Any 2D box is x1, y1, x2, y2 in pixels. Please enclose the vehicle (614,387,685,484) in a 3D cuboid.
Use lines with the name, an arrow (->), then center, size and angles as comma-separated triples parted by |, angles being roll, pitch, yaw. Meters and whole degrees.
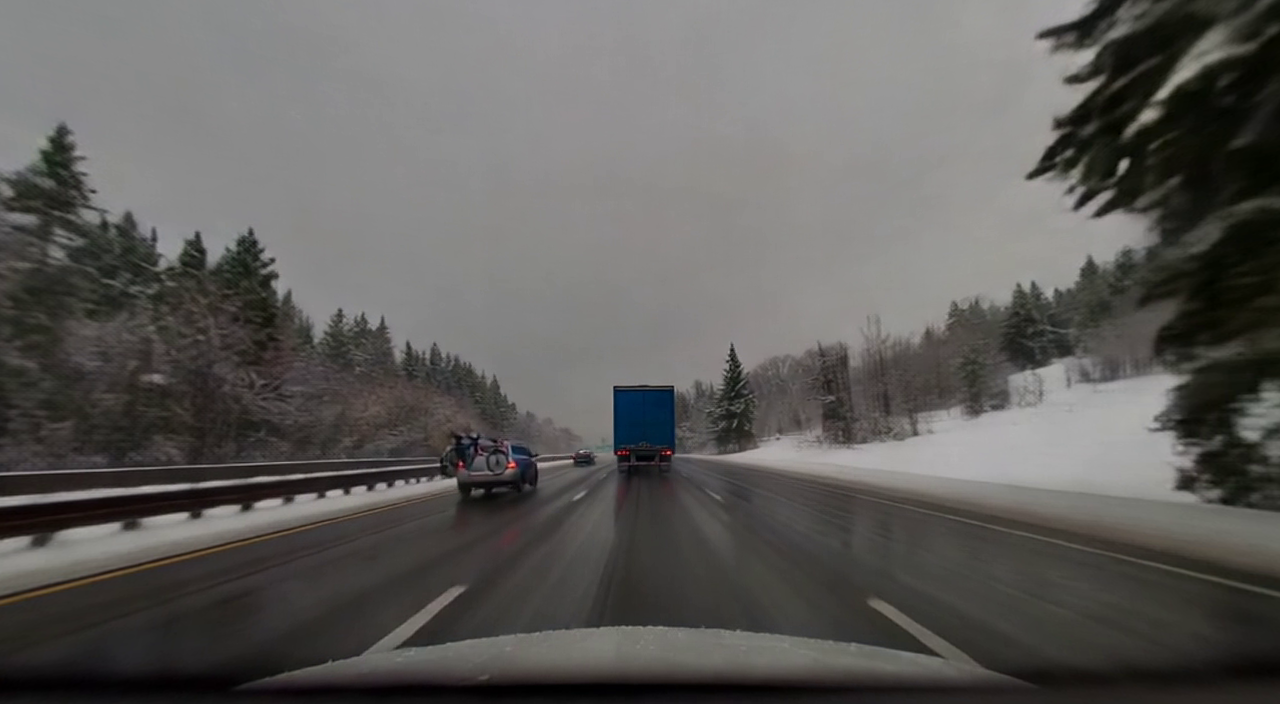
vehicle -> 0.471, 4.022, 29.634 | 2.821, 3.878, 8.925 | 0, -9, 1

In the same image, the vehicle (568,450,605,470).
vehicle -> -3.760, 7.760, 45.387 | 2.133, 1.358, 4.870 | 0, -9, 2

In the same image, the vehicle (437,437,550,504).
vehicle -> -3.943, 3.292, 17.943 | 2.018, 1.632, 4.722 | 0, -9, 1
